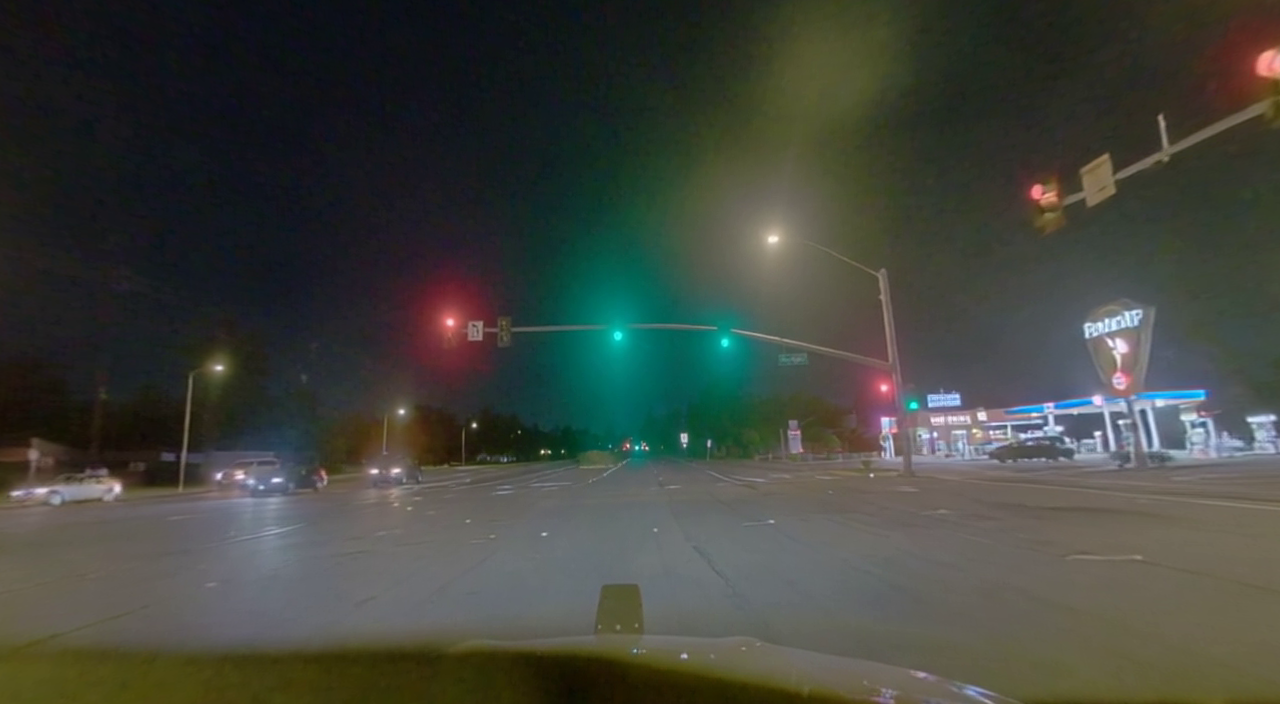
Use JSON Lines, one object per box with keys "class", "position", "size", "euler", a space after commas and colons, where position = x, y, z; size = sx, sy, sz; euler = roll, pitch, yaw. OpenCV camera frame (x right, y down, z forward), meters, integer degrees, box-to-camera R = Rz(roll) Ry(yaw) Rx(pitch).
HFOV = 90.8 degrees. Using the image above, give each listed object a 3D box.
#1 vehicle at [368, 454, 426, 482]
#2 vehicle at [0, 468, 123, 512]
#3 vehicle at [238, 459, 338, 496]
{"class": "vehicle", "position": [-15.480, 7.396, 40.450], "size": [2.053, 1.598, 4.336], "euler": [0, -9, -1]}
{"class": "vehicle", "position": [-24.530, 5.687, 26.435], "size": [1.895, 1.483, 4.790], "euler": [0, -9, -3]}
{"class": "vehicle", "position": [-15.340, 5.464, 27.844], "size": [1.920, 1.434, 4.328], "euler": [0, -9, 0]}
